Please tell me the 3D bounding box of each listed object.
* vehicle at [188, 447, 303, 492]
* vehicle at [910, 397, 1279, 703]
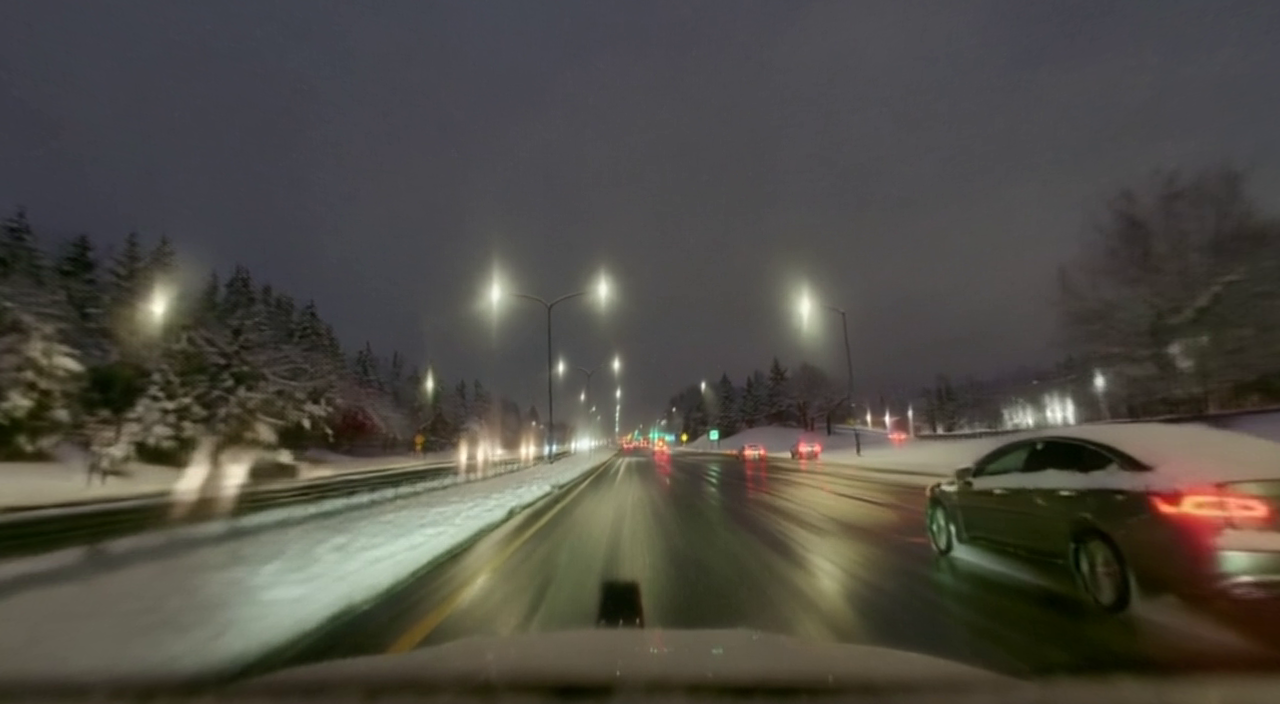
[{"bbox_3d":[-14.369,4.276,23.300,1.786,1.422,3.848,1,-8,-1],"label":"vehicle"},{"bbox_3d":[3.837,1.134,4.079,2.018,1.477,4.800,0,-8,-1],"label":"vehicle"}]
